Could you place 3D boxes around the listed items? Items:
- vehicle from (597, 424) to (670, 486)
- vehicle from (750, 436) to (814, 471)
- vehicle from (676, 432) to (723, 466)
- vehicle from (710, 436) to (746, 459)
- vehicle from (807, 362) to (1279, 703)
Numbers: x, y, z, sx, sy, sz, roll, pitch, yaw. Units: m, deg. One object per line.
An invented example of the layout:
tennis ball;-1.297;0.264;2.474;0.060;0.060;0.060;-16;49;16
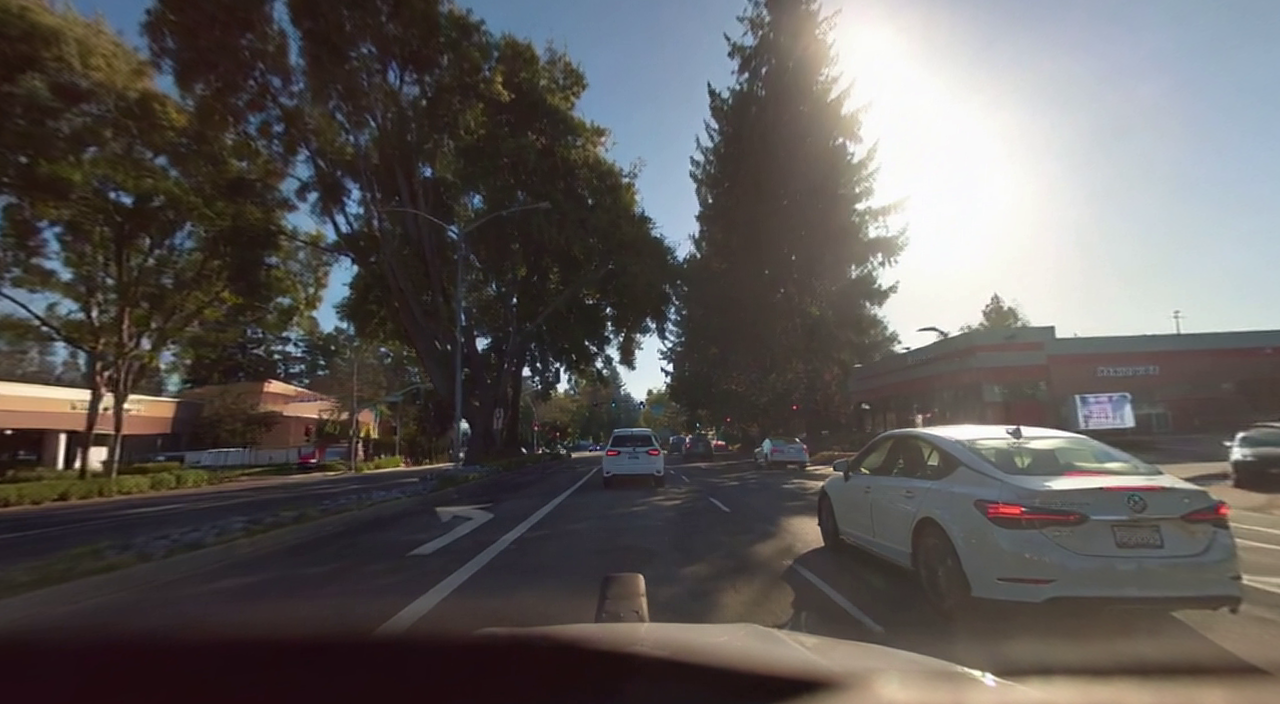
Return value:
vehicle;-0.238;3.319;20.538;2.106;1.798;4.168;0;-9;-1
vehicle;6.426;4.637;29.028;1.883;1.452;4.258;0;-9;-1
vehicle;3.140;5.282;34.412;2.000;1.745;4.206;0;-9;-2
vehicle;6.709;7.342;48.554;2.037;1.628;3.770;0;-9;-2
vehicle;3.095;1.200;5.126;2.153;1.658;4.485;0;-9;-1
